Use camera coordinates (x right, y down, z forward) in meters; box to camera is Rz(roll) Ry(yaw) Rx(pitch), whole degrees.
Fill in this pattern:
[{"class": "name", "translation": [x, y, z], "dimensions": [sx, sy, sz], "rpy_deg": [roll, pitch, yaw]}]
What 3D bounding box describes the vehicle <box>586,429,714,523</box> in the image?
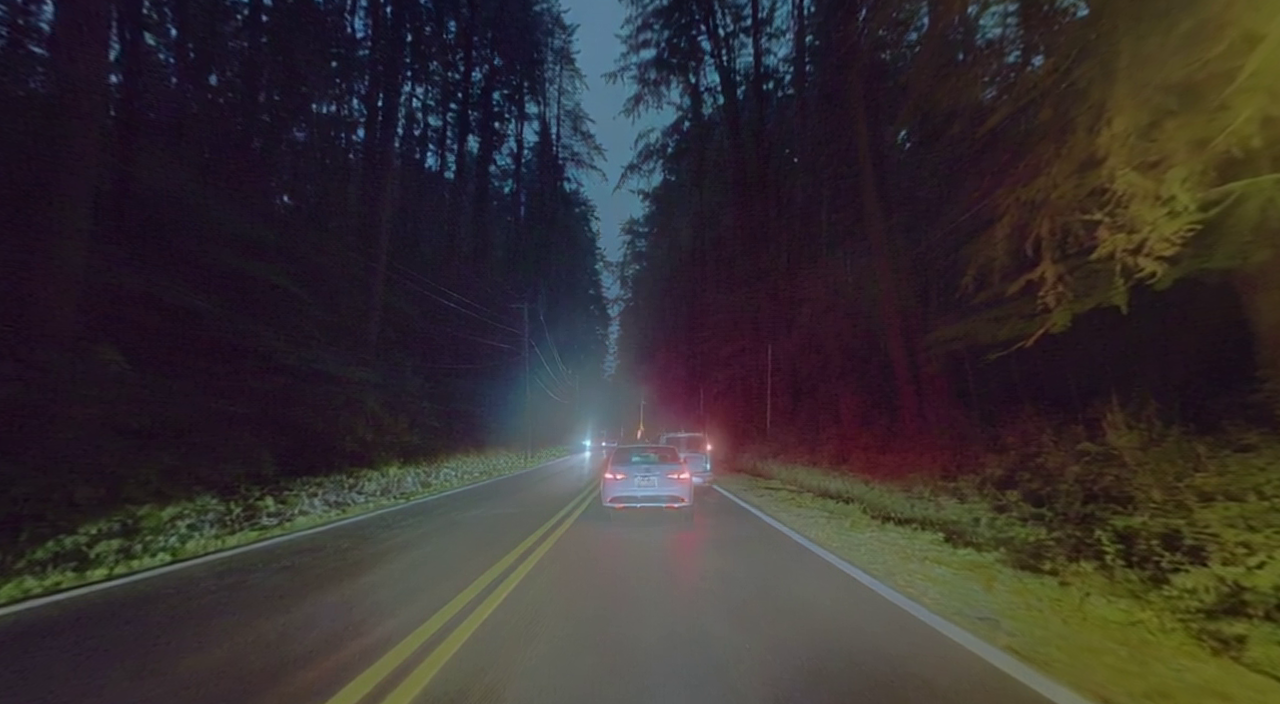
[{"class": "vehicle", "translation": [0.146, 2.294, 12.137], "dimensions": [2.081, 1.503, 3.726], "rpy_deg": [0, -8, 0]}]
